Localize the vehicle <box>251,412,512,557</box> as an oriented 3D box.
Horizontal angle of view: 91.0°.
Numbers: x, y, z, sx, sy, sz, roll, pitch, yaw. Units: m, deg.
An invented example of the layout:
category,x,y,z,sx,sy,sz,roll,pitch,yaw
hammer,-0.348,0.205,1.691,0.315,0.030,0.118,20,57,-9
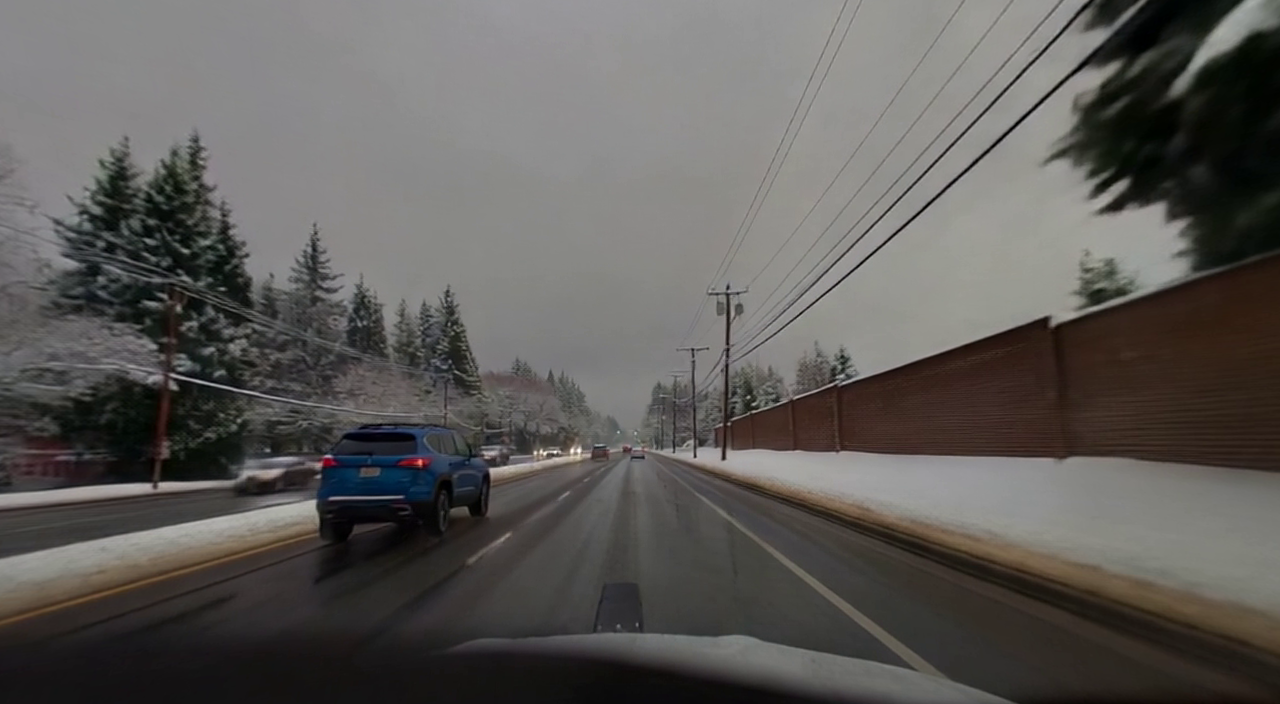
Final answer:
category,x,y,z,sx,sy,sz,roll,pitch,yaw
vehicle,-3.602,1.934,9.965,2.147,1.730,4.555,0,-8,0
